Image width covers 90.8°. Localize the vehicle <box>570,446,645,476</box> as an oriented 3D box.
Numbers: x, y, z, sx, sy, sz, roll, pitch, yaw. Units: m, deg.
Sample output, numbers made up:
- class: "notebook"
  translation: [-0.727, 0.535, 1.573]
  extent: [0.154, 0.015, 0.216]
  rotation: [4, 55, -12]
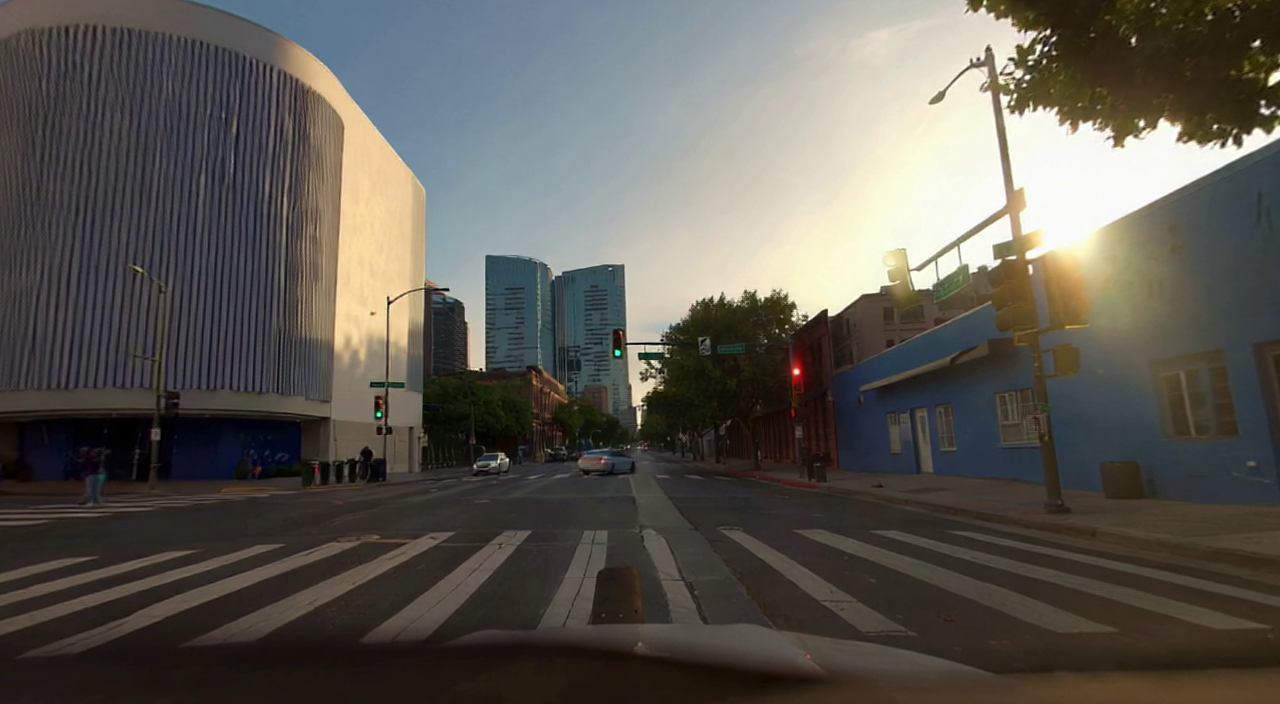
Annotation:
- class: "vehicle"
  translation: [-1.642, 5.855, 34.269]
  extent: [2.088, 1.452, 4.833]
  rotation: [-4, -9, 24]
